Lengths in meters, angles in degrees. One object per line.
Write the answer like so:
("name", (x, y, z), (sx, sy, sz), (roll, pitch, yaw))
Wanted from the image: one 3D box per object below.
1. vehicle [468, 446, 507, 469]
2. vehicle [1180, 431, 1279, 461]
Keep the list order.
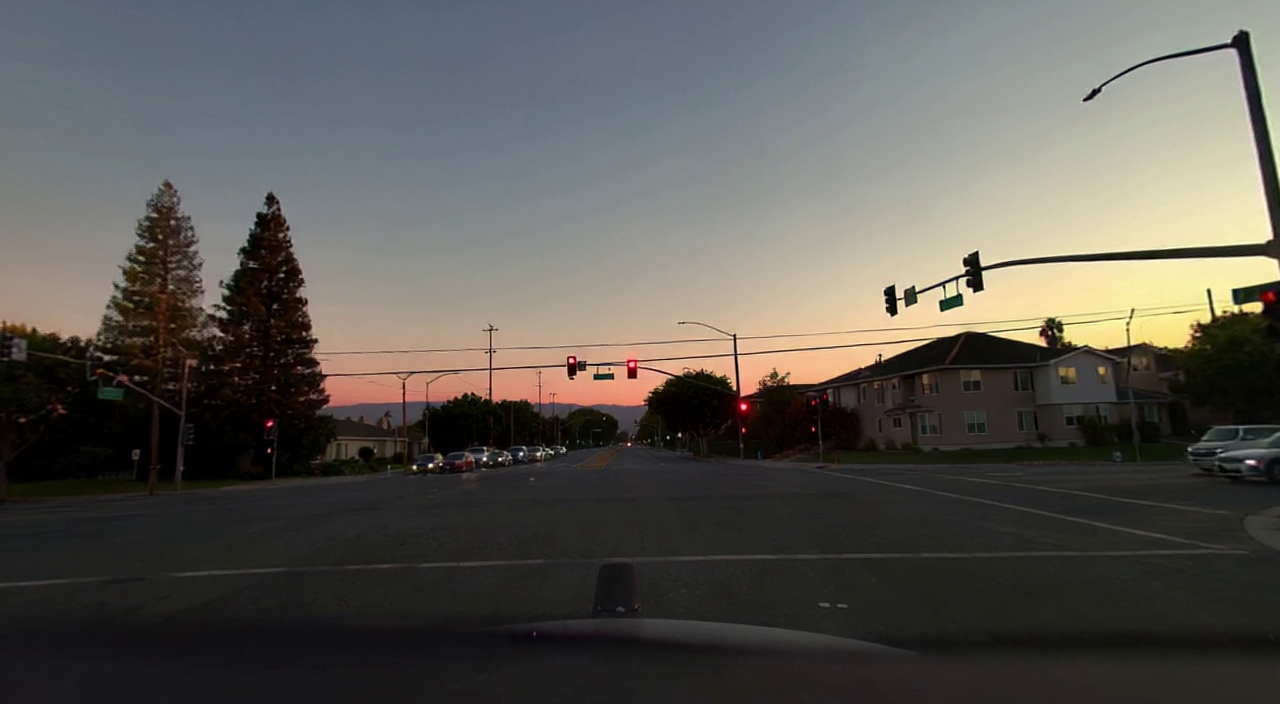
("vehicle", (-10.738, 7.460, 44.755), (1.881, 1.509, 3.377), (0, -9, 1))
("vehicle", (31.287, 4.892, 33.046), (4.318, 1.488, 1.870), (0, -9, -1))
